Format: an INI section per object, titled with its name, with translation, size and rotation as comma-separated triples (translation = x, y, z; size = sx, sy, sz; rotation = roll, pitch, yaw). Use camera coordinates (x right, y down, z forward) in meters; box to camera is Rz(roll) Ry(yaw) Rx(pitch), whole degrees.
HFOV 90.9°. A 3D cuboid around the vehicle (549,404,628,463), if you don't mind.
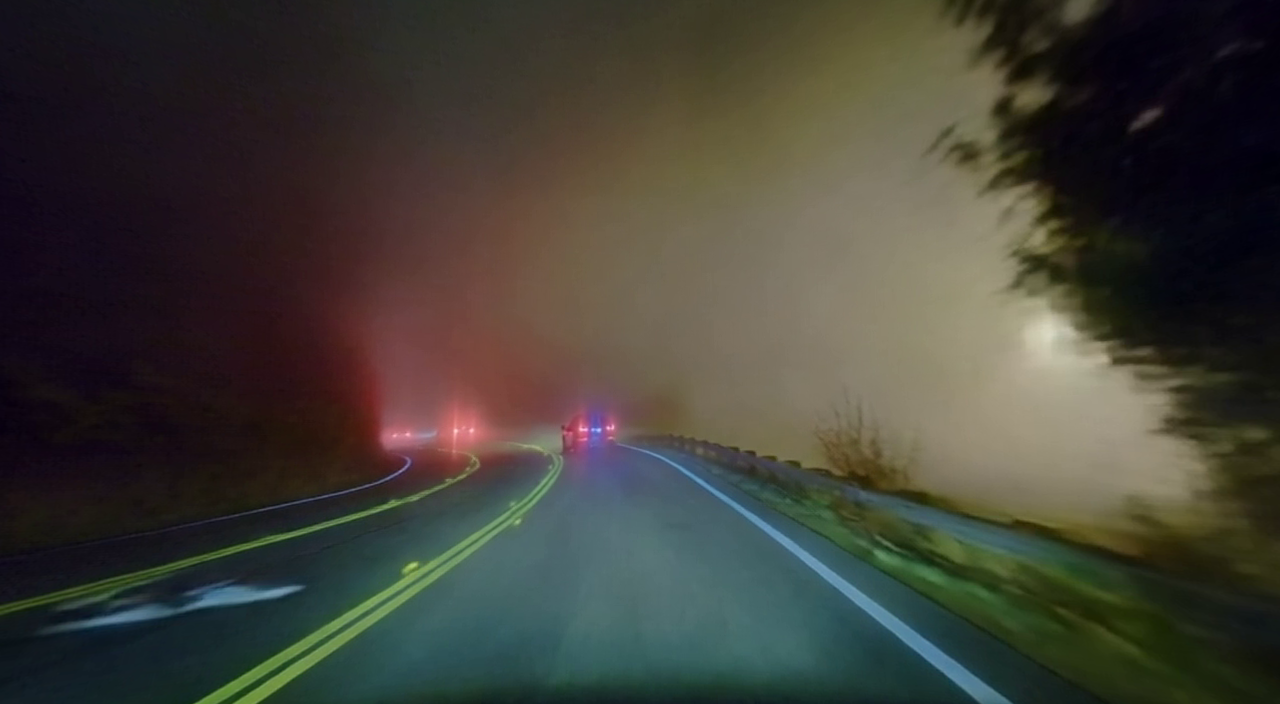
[vehicle]
translation = -2.320, 3.413, 26.206
size = 2.500, 1.961, 5.637
rotation = -4, -7, -12
